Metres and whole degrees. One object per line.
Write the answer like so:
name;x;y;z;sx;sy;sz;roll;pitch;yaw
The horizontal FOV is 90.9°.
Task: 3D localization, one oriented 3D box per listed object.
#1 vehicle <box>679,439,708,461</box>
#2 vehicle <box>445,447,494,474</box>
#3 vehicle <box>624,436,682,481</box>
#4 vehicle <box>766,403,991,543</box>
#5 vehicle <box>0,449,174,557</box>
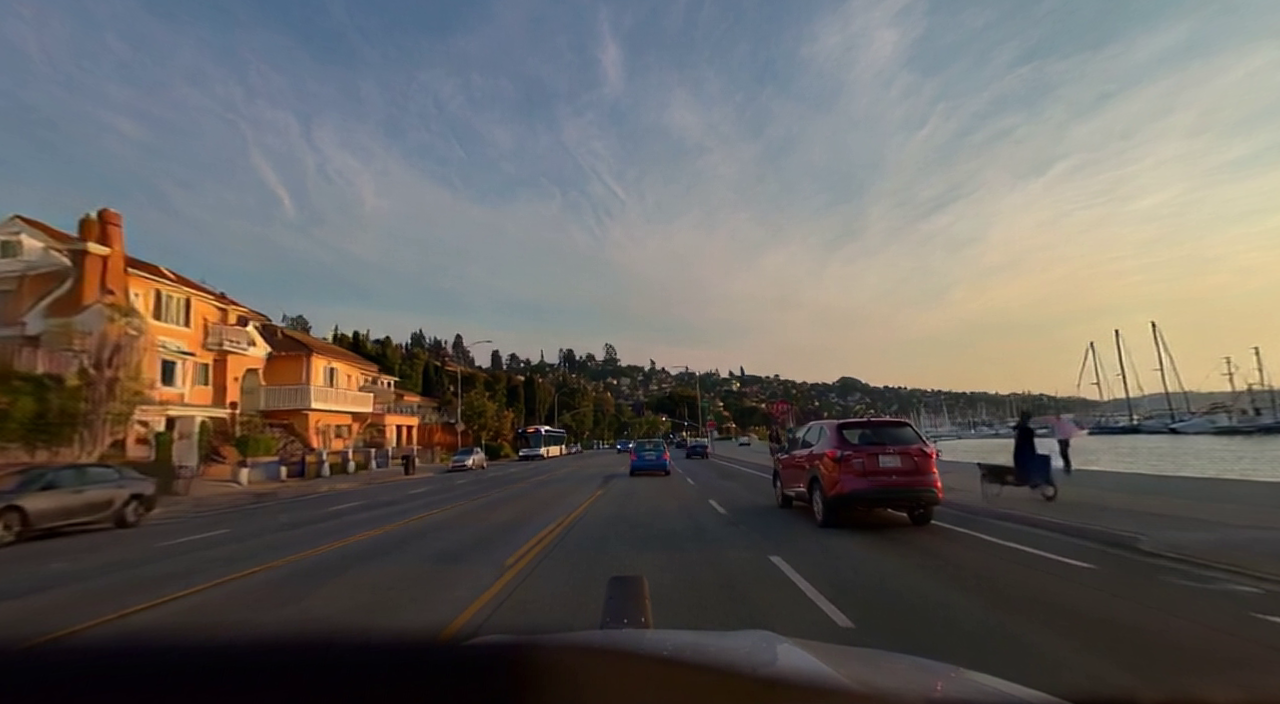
vehicle;4.109;7.604;49.100;1.876;1.626;3.851;0;-9;-1
vehicle;-10.151;6.492;37.838;1.731;1.489;3.841;-1;-9;3
vehicle;0.468;4.197;25.096;2.132;1.632;3.838;0;-9;0
vehicle;3.562;1.916;10.505;2.000;1.809;4.405;0;-9;0
vehicle;-10.383;2.499;10.854;1.701;1.528;3.881;-1;-8;1
